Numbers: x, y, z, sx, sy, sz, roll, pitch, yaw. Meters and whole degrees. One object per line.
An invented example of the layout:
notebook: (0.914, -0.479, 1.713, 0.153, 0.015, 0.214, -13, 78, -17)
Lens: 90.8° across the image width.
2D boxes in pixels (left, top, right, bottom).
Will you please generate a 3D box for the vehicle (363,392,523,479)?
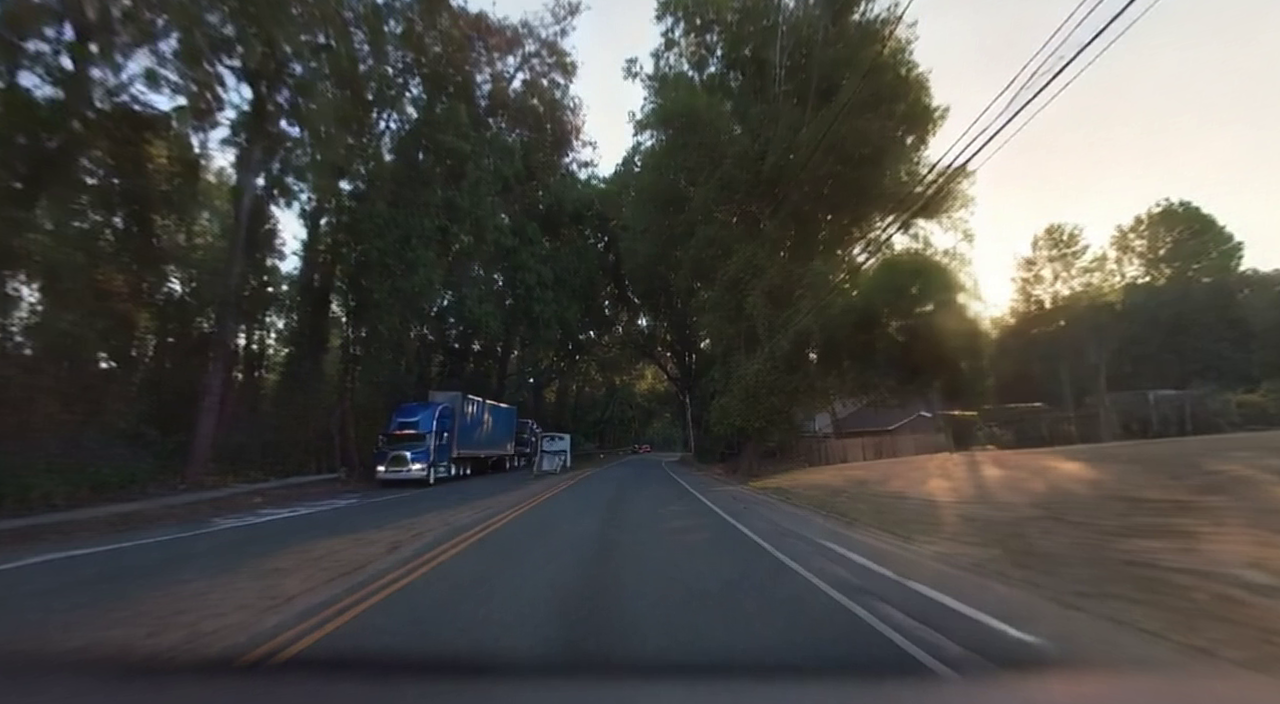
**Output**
vehicle: (-9.637, 4.588, 32.637, 5.596, 3.130, 8.972, -4, -13, -2)
